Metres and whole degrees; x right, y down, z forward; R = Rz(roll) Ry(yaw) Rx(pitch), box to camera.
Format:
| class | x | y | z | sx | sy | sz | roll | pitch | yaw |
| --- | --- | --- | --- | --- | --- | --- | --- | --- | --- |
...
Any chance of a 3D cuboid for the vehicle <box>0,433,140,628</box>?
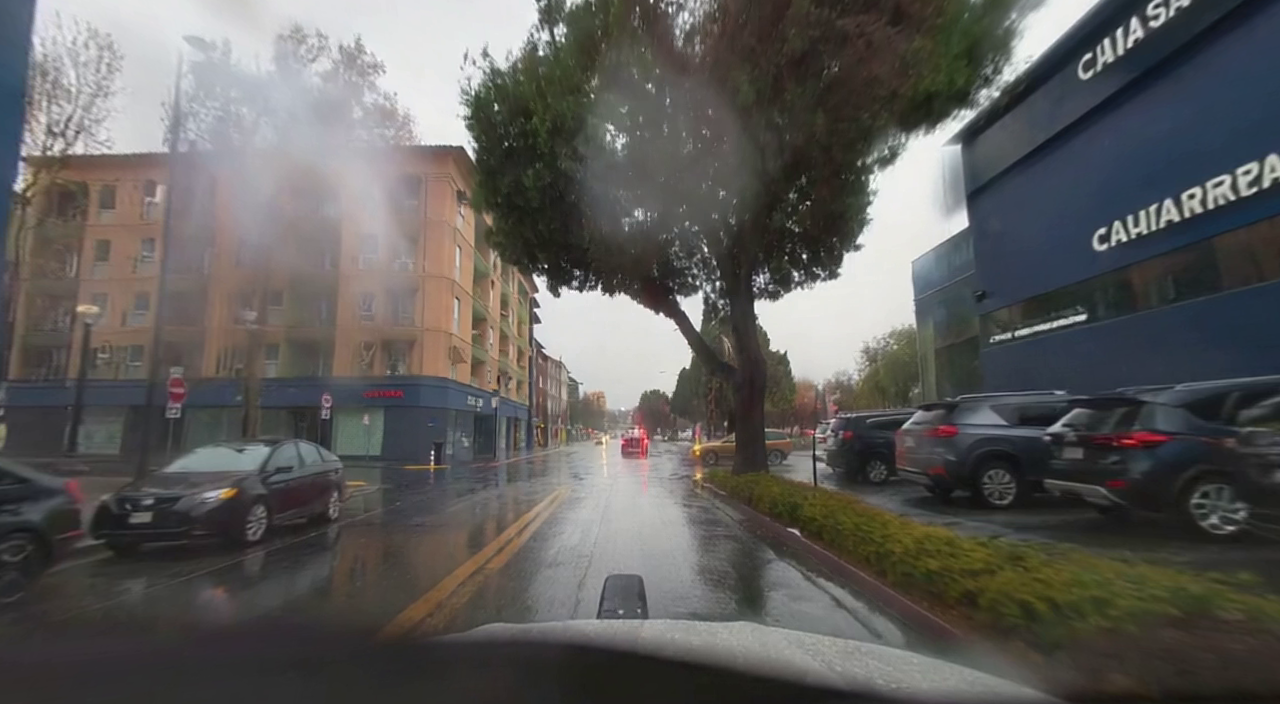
| class | x | y | z | sx | sy | sz | roll | pitch | yaw |
| --- | --- | --- | --- | --- | --- | --- | --- | --- | --- |
| vehicle | -5.858 | 1.257 | 3.951 | 1.860 | 1.496 | 4.440 | 0 | -8 | -1 |

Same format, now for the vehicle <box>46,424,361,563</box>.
| class | x | y | z | sx | sy | sz | roll | pitch | yaw |
| --- | --- | --- | --- | --- | --- | --- | --- | --- | --- |
| vehicle | -5.988 | 1.921 | 9.393 | 1.856 | 1.587 | 4.042 | 0 | -8 | -2 |

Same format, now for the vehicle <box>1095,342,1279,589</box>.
| class | x | y | z | sx | sy | sz | roll | pitch | yaw |
| --- | --- | --- | --- | --- | --- | --- | --- | --- | --- |
| vehicle | 6.280 | 0.785 | 4.492 | 4.475 | 1.550 | 2.061 | 0 | -8 | -2 |

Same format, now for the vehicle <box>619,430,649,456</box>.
| class | x | y | z | sx | sy | sz | roll | pitch | yaw |
| --- | --- | --- | --- | --- | --- | --- | --- | --- | --- |
| vehicle | -0.481 | 6.948 | 48.046 | 2.152 | 1.874 | 4.209 | 0 | -8 | -1 |

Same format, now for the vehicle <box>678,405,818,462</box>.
| class | x | y | z | sx | sy | sz | roll | pitch | yaw |
| --- | --- | --- | --- | --- | --- | --- | --- | --- | --- |
| vehicle | 5.124 | 3.956 | 30.356 | 6.221 | 2.498 | 2.239 | -5 | -9 | 33 |
